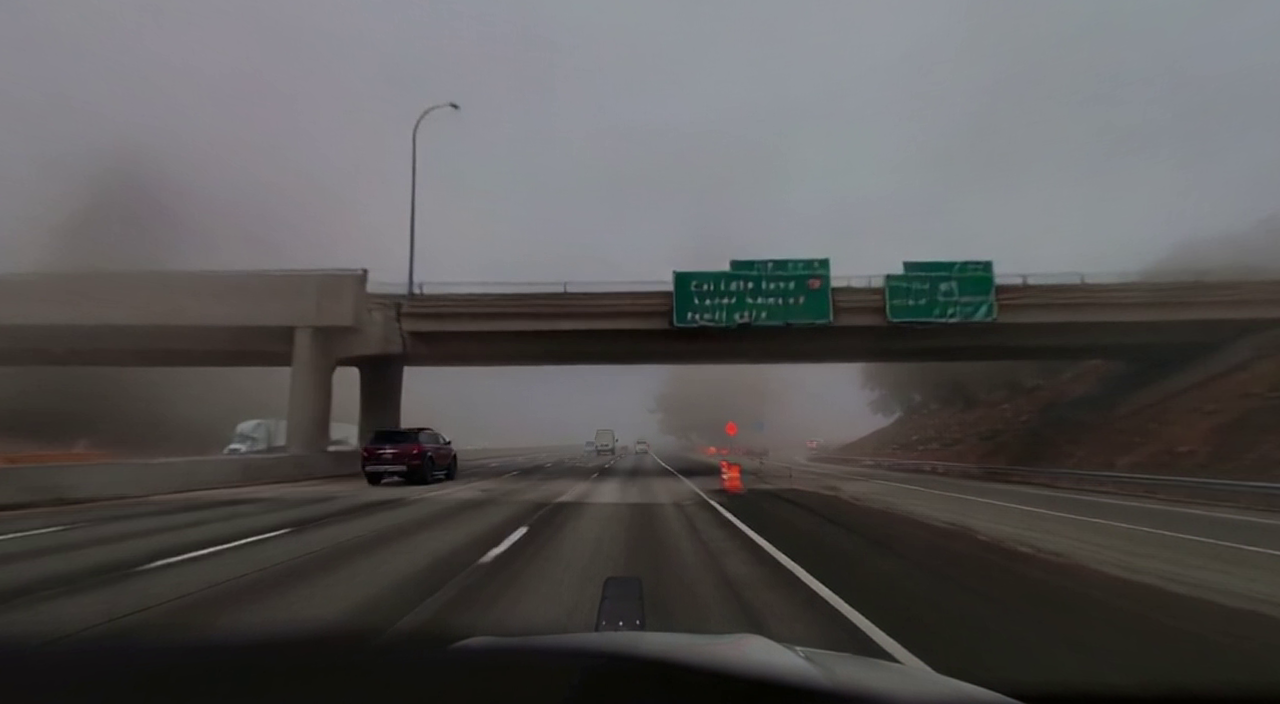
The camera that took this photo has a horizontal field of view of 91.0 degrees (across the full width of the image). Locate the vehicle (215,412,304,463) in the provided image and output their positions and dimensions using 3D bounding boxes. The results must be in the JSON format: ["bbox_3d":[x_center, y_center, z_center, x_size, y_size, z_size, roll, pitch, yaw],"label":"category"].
[{"bbox_3d":[-29.896,6.776,49.814,3.023,3.710,5.853,0,-8,3],"label":"vehicle"}]

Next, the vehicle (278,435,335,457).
[{"bbox_3d":[-25.670,7.301,48.620,1.832,1.611,4.353,0,-9,3],"label":"vehicle"}]

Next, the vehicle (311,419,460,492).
[{"bbox_3d":[-7.014,2.917,18.086,2.103,1.775,4.966,0,-8,1],"label":"vehicle"}]
